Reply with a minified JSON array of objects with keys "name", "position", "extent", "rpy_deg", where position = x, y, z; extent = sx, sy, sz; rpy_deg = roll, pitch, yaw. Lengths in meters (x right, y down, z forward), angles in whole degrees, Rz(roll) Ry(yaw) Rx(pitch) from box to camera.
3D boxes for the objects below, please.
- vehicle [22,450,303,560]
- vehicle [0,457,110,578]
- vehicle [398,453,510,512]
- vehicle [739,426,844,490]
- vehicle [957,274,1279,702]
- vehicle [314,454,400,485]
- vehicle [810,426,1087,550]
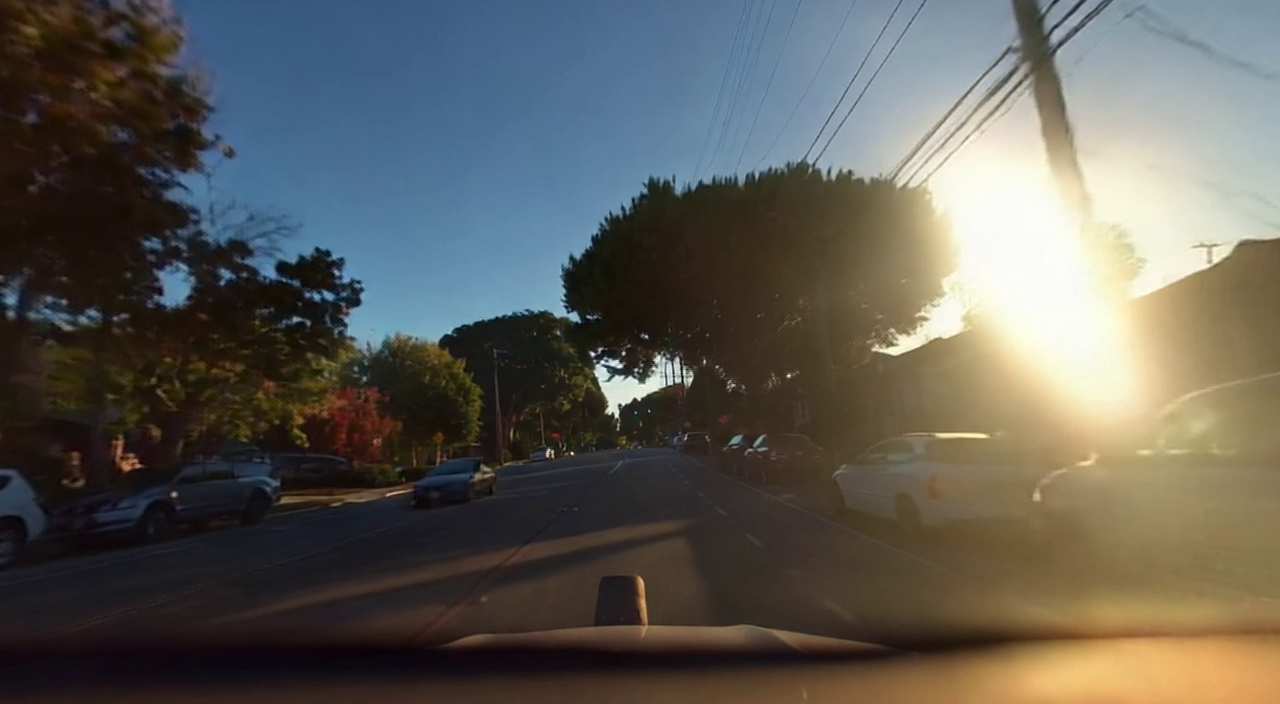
[{"name":"vehicle","position":[-10.811,3.414,15.181],"extent":[2.282,2.060,5.738],"rpy_deg":[0,-8,-1]},{"name":"vehicle","position":[-11.069,2.499,9.080],"extent":[2.089,1.837,5.499],"rpy_deg":[0,-8,1]},{"name":"vehicle","position":[-5.480,3.860,19.252],"extent":[1.948,1.502,4.434],"rpy_deg":[-1,-8,2]},{"name":"vehicle","position":[4.592,3.308,20.028],"extent":[1.980,1.773,4.853],"rpy_deg":[0,-8,-2]},{"name":"vehicle","position":[4.436,0.754,3.647],"extent":[2.330,2.160,5.550],"rpy_deg":[0,-8,0]},{"name":"vehicle","position":[-18.614,7.670,41.667],"extent":[4.676,1.846,1.967],"rpy_deg":[8,-12,-44]},{"name":"vehicle","position":[4.544,2.069,10.457],"extent":[2.001,1.532,5.029],"rpy_deg":[0,-8,-1]}]
